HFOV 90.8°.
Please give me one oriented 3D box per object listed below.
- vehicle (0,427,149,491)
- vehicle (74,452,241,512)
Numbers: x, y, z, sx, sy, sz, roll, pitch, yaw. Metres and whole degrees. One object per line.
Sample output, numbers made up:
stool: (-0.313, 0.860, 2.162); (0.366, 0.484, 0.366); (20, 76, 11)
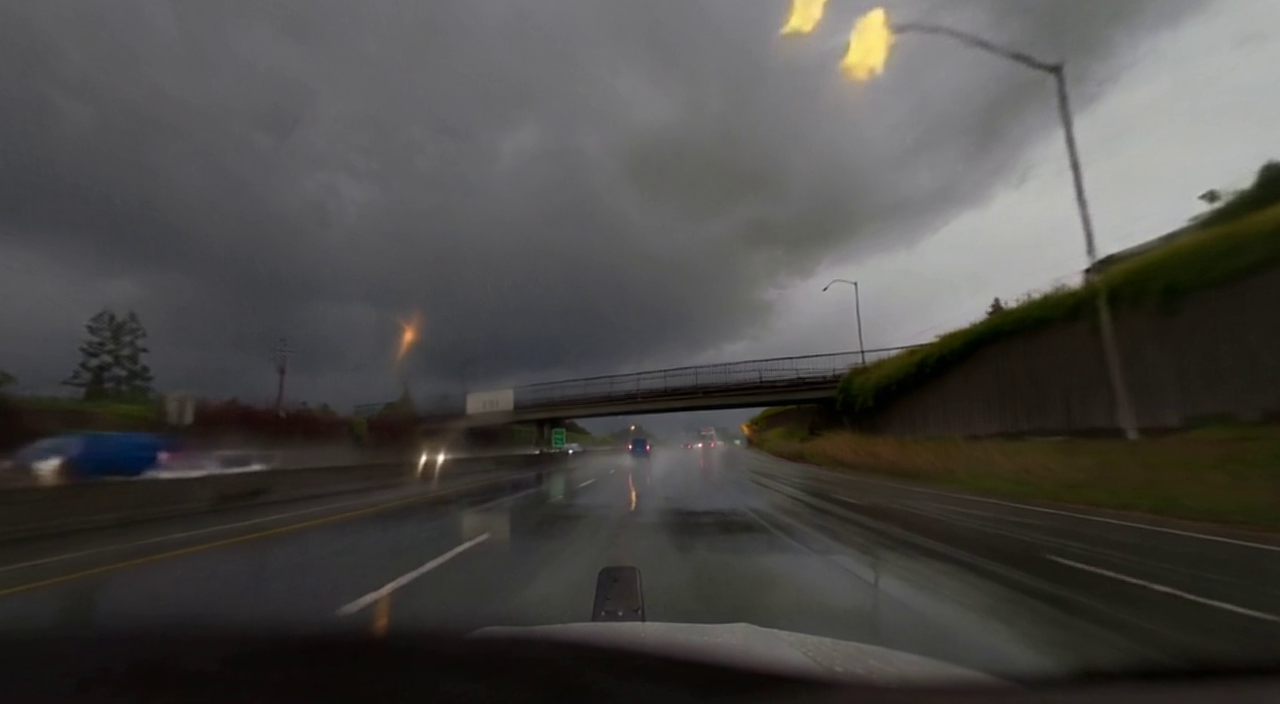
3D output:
vehicle: (-25.511, 4.711, 28.080); (2.510, 2.525, 5.441); (-1, -9, 7)
vehicle: (-13.016, 3.486, 17.350); (1.692, 1.409, 3.525); (0, -9, 2)
